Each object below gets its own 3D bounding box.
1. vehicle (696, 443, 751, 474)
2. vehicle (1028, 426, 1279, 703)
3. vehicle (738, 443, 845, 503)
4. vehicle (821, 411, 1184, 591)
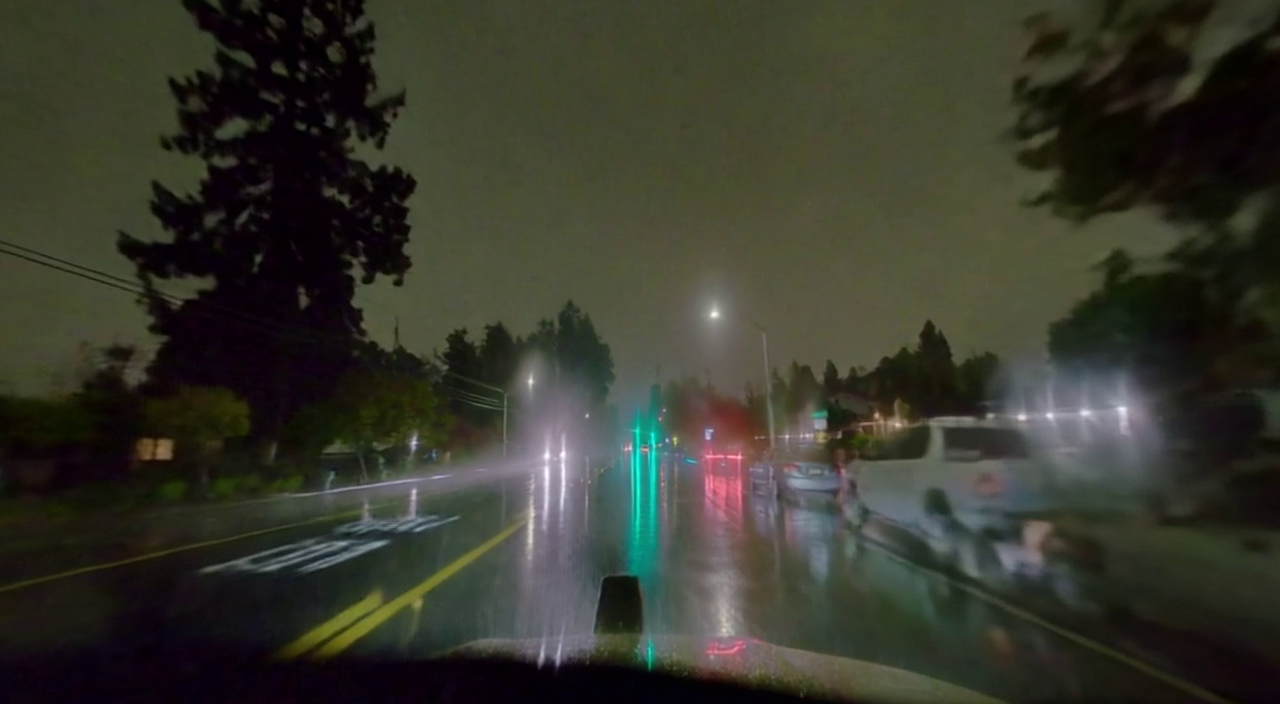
[{"bbox_3d":[4.416,5.761,34.305,2.154,1.550,5.785,0,-9,-1],"label":"vehicle"},{"bbox_3d":[4.319,1.134,3.199,1.918,1.510,4.323,0,-9,0],"label":"vehicle"},{"bbox_3d":[4.195,3.418,18.340,1.968,1.482,4.991,0,-9,1],"label":"vehicle"},{"bbox_3d":[4.240,1.810,8.598,2.018,1.741,4.772,0,-9,-1],"label":"vehicle"}]
